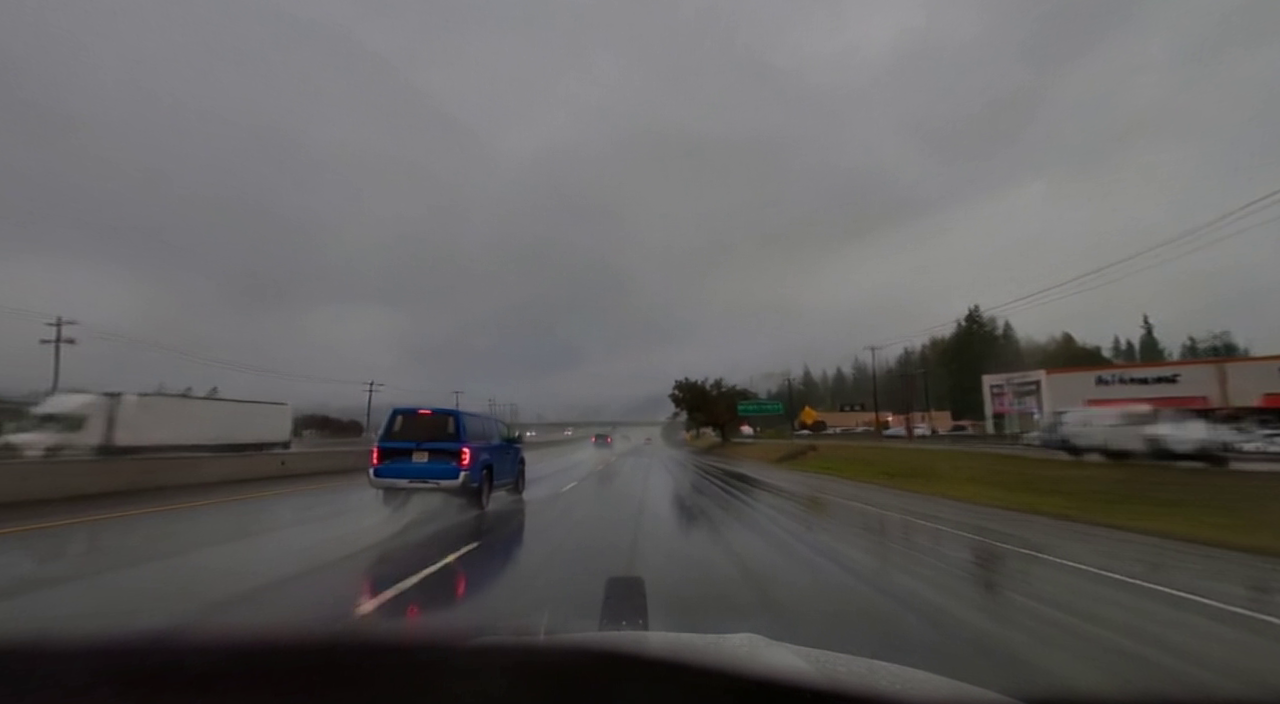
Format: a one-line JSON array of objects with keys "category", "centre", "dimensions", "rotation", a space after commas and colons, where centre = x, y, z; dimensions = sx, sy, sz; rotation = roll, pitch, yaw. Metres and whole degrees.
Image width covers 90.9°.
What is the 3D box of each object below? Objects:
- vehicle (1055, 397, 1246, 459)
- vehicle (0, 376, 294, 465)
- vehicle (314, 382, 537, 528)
[{"category": "vehicle", "centre": [16.685, 2.601, 21.096], "dimensions": [2.044, 1.792, 5.081], "rotation": [0, -8, -1]}, {"category": "vehicle", "centre": [-29.592, 4.722, 39.930], "dimensions": [3.197, 4.103, 21.465], "rotation": [0, -8, 1]}, {"category": "vehicle", "centre": [-3.748, 1.987, 12.589], "dimensions": [2.352, 2.209, 5.802], "rotation": [0, -8, 1]}]
